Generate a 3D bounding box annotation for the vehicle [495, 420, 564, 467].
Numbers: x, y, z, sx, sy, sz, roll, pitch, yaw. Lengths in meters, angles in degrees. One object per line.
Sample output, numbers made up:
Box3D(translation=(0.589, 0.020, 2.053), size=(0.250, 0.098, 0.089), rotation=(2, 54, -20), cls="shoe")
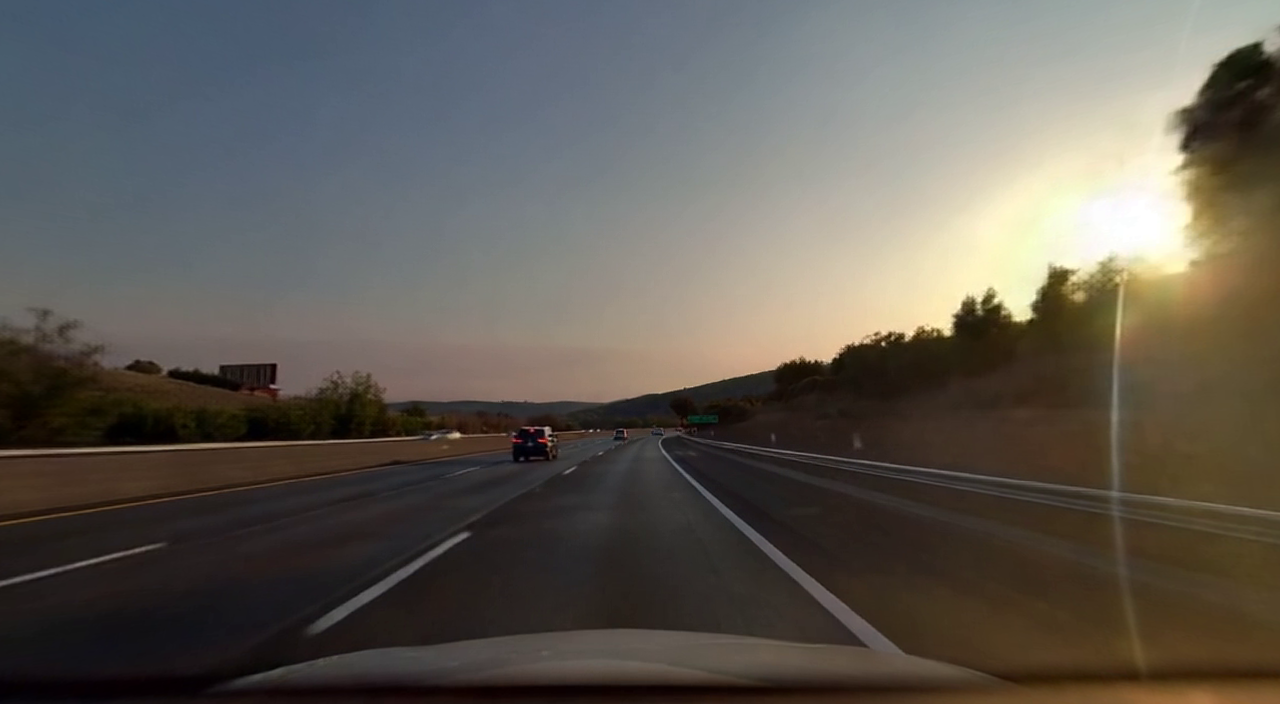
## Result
Box3D(translation=(-4.401, 3.722, 25.711), size=(1.980, 1.721, 4.419), rotation=(0, -8, 0), cls="vehicle")
